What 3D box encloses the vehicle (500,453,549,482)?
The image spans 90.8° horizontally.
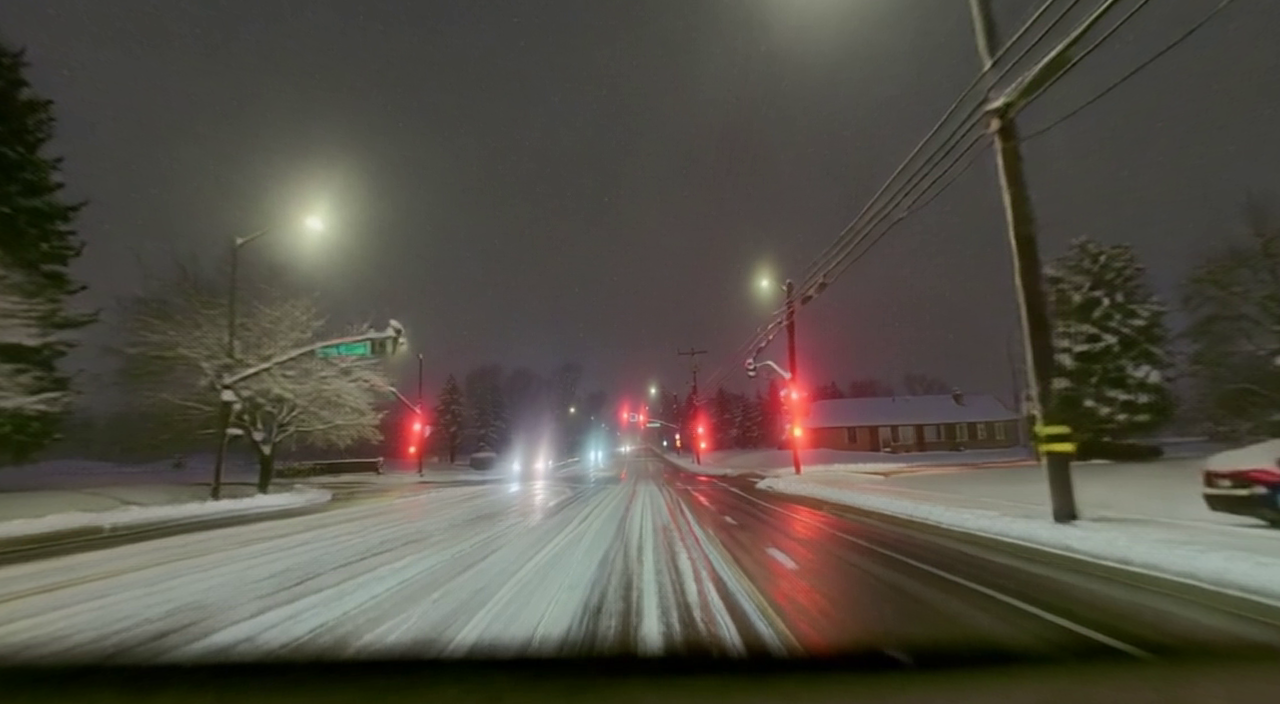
[{"bbox_3d":[-7.623,7.646,42.236,2.262,1.761,4.966,0,-9,1],"label":"vehicle"}]

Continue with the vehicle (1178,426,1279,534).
[{"bbox_3d":[11.037,1.860,9.326,4.261,1.486,2.023,0,-9,0],"label":"vehicle"}]
